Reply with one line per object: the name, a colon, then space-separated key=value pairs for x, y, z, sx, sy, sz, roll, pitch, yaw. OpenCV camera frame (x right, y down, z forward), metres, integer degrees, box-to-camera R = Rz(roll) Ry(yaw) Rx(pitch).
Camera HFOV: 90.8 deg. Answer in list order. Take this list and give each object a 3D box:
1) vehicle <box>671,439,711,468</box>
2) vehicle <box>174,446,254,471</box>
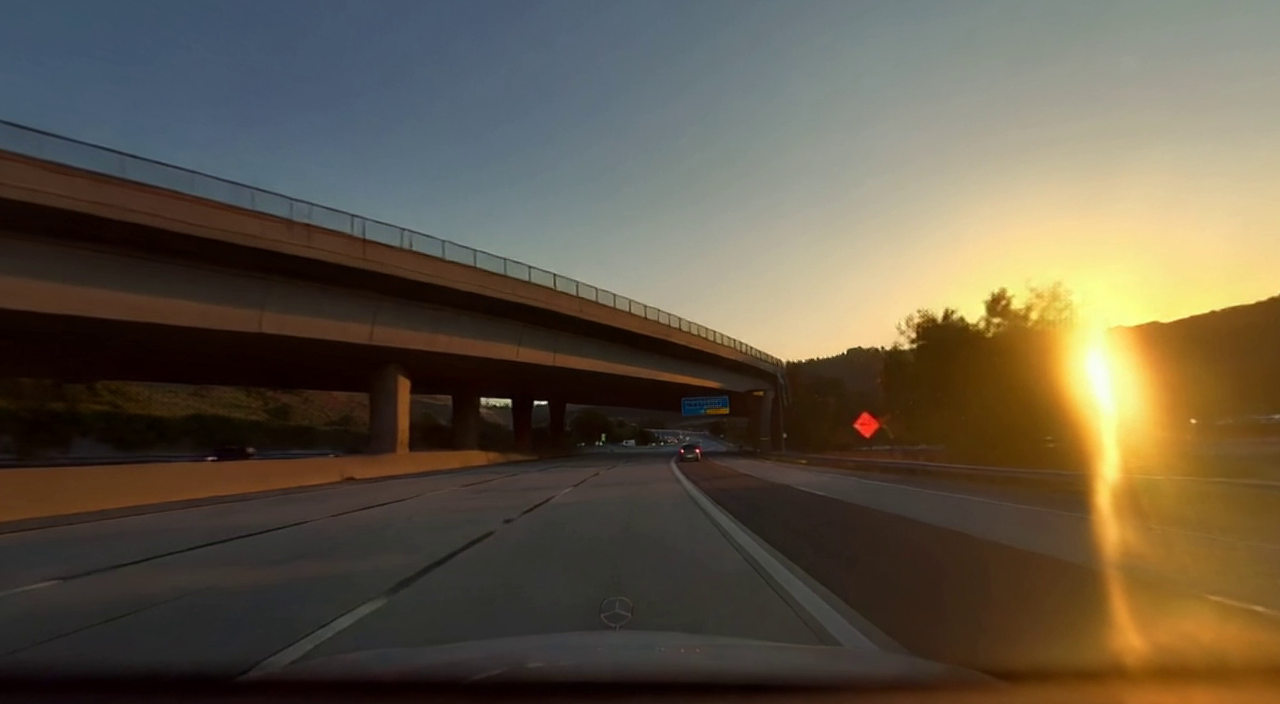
vehicle: x=3.287 y=6.619 z=41.419 sx=2.224 sy=1.738 sz=4.376 roll=0 pitch=-9 yaw=0
vehicle: x=-28.926 y=7.231 z=43.081 sx=2.211 sy=1.546 sz=4.505 roll=-1 pitch=-9 yaw=2
